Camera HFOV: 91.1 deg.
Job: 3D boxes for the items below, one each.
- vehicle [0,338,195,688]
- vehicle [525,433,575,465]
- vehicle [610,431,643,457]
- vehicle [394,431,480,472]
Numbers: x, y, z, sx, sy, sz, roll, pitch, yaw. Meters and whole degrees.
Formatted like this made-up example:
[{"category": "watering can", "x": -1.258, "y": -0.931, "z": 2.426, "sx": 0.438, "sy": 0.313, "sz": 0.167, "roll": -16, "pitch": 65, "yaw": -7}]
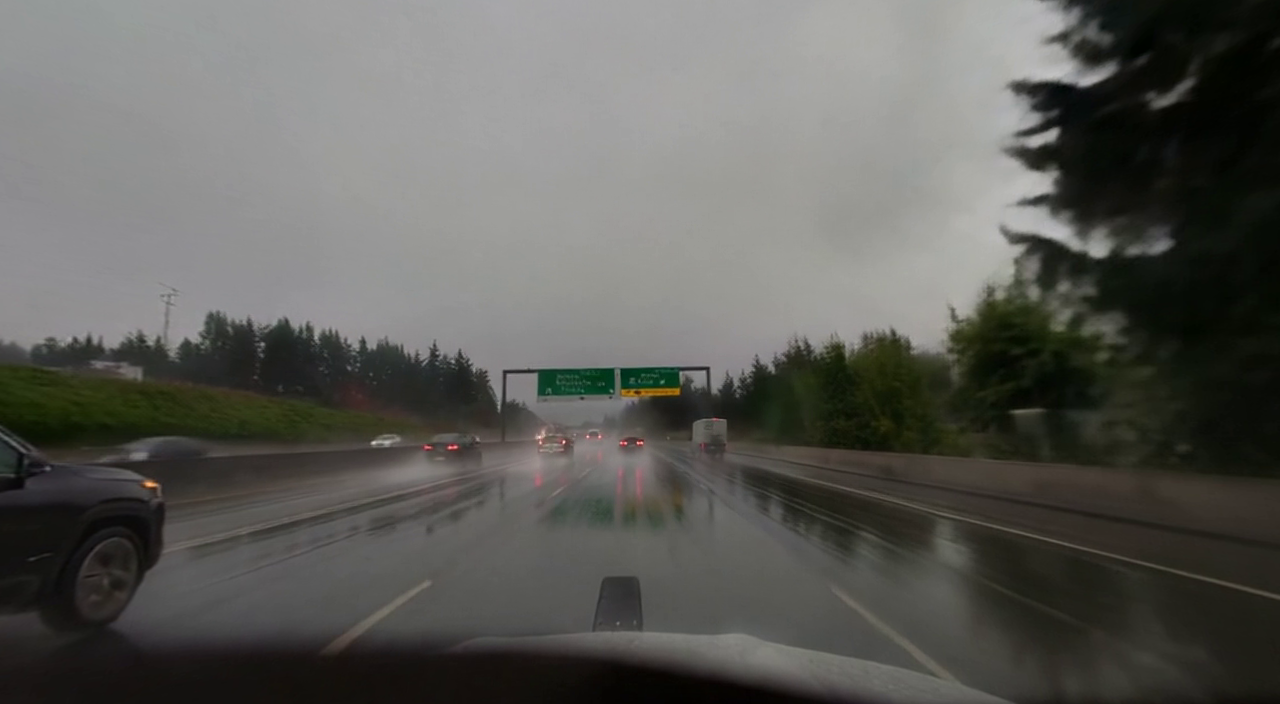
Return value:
[{"category": "vehicle", "x": -4.337, "y": 0.742, "z": 2.479, "sx": 1.971, "sy": 1.822, "sz": 4.366, "roll": 0, "pitch": -8, "yaw": -1}, {"category": "vehicle", "x": -4.448, "y": 4.843, "z": 31.657, "sx": 1.909, "sy": 1.445, "sz": 4.087, "roll": 0, "pitch": -7, "yaw": 0}, {"category": "vehicle", "x": -0.839, "y": 5.888, "z": 40.397, "sx": 2.002, "sy": 1.611, "sz": 3.778, "roll": 0, "pitch": -8, "yaw": 0}, {"category": "vehicle", "x": -8.290, "y": 4.087, "z": 26.204, "sx": 1.953, "sy": 1.524, "sz": 4.863, "roll": 0, "pitch": -8, "yaw": 0}]
